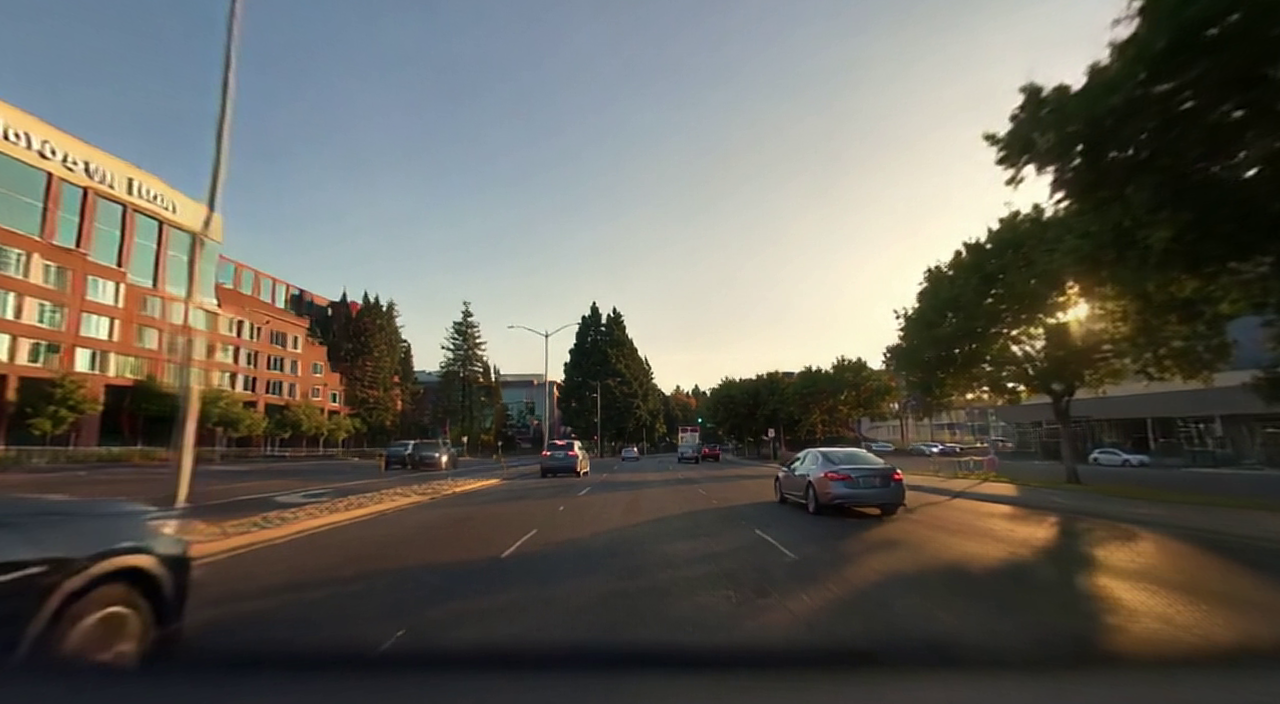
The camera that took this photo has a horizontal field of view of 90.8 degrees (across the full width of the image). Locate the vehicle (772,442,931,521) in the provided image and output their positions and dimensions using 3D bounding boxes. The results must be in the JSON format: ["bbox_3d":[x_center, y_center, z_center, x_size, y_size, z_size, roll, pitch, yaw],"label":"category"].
[{"bbox_3d":[4.474,2.791,14.227,1.960,1.471,4.378,0,-9,-1],"label":"vehicle"}]

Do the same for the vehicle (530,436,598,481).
[{"bbox_3d":[-3.257,4.706,28.204,2.305,1.833,4.912,0,-9,1],"label":"vehicle"}]

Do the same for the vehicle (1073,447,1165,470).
[{"bbox_3d":[31.328,6.955,41.400,4.274,1.448,2.050,0,-9,1],"label":"vehicle"}]

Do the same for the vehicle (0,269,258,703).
[{"bbox_3d":[-3.264,0.466,0.591,2.450,1.866,5.416,0,-9,-1],"label":"vehicle"}]
